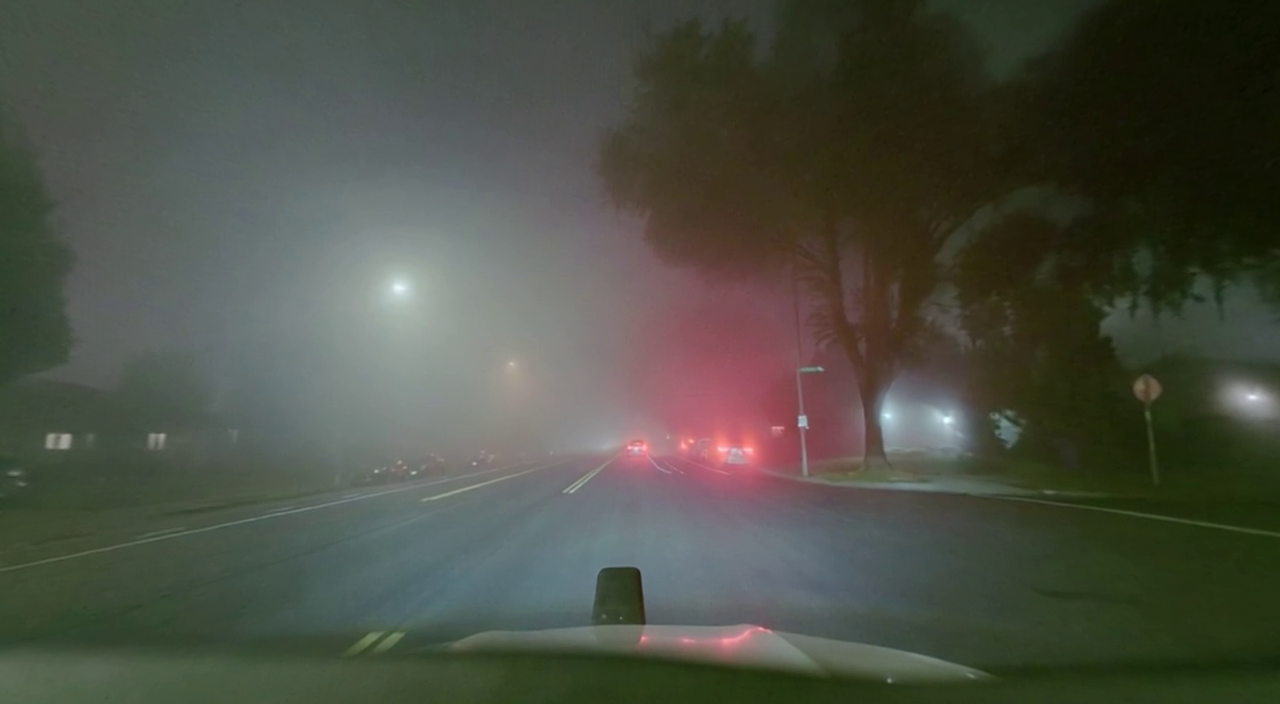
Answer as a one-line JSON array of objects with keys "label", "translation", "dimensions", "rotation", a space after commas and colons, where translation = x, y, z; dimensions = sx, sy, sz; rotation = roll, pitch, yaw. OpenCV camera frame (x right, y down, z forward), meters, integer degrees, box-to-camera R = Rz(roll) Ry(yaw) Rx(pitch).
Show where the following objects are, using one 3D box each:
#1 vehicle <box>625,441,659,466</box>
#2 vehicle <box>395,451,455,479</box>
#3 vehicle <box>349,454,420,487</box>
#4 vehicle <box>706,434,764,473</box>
[{"label": "vehicle", "translation": [0.073, 6.267, 39.280], "dimensions": [2.022, 1.471, 3.973], "rotation": [0, -8, -1]}, {"label": "vehicle", "translation": [-12.847, 6.785, 38.085], "dimensions": [1.880, 1.523, 4.833], "rotation": [0, -8, 1]}, {"label": "vehicle", "translation": [-12.954, 6.008, 32.324], "dimensions": [1.834, 1.467, 4.357], "rotation": [0, -8, 0]}, {"label": "vehicle", "translation": [4.707, 5.136, 32.030], "dimensions": [2.022, 1.799, 5.105], "rotation": [0, -8, -2]}]
